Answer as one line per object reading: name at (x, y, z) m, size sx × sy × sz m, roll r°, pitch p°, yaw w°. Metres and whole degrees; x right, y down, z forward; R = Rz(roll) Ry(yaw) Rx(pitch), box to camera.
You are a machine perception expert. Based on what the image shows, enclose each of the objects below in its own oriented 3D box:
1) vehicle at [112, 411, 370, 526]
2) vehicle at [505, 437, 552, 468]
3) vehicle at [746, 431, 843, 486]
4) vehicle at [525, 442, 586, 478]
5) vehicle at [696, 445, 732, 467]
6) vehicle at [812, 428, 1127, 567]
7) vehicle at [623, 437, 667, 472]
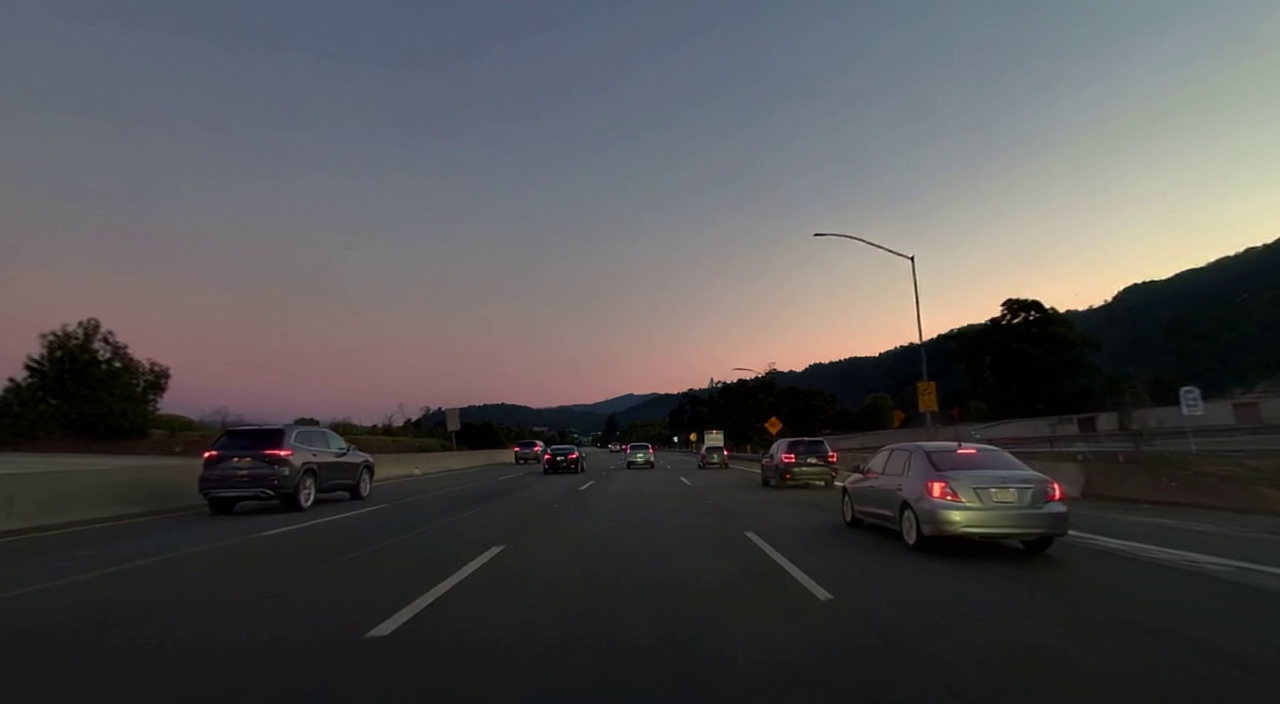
vehicle at (-7.498, 2.252, 12.608) m, size 2.142 × 1.849 × 4.566 m, roll 0°, pitch -9°, yaw 0°
vehicle at (-6.955, 6.344, 39.709) m, size 2.111 × 1.811 × 4.391 m, roll 0°, pitch -9°, yaw 0°
vehicle at (5.331, 3.757, 22.416) m, size 2.335 × 1.759 × 4.297 m, roll 0°, pitch -9°, yaw -1°
vehicle at (-3.698, 4.806, 28.204) m, size 2.071 × 1.478 × 4.130 m, roll 0°, pitch -9°, yaw 1°
vehicle at (5.193, 7.307, 44.514) m, size 1.944 × 1.465 × 4.245 m, roll 0°, pitch -9°, yaw -1°
vehicle at (4.228, 1.941, 9.196) m, size 2.141 × 1.507 × 4.510 m, roll 0°, pitch -9°, yaw 0°
vehicle at (0.250, 5.468, 33.663) m, size 2.158 × 1.706 × 4.219 m, roll 0°, pitch -9°, yaw 0°
